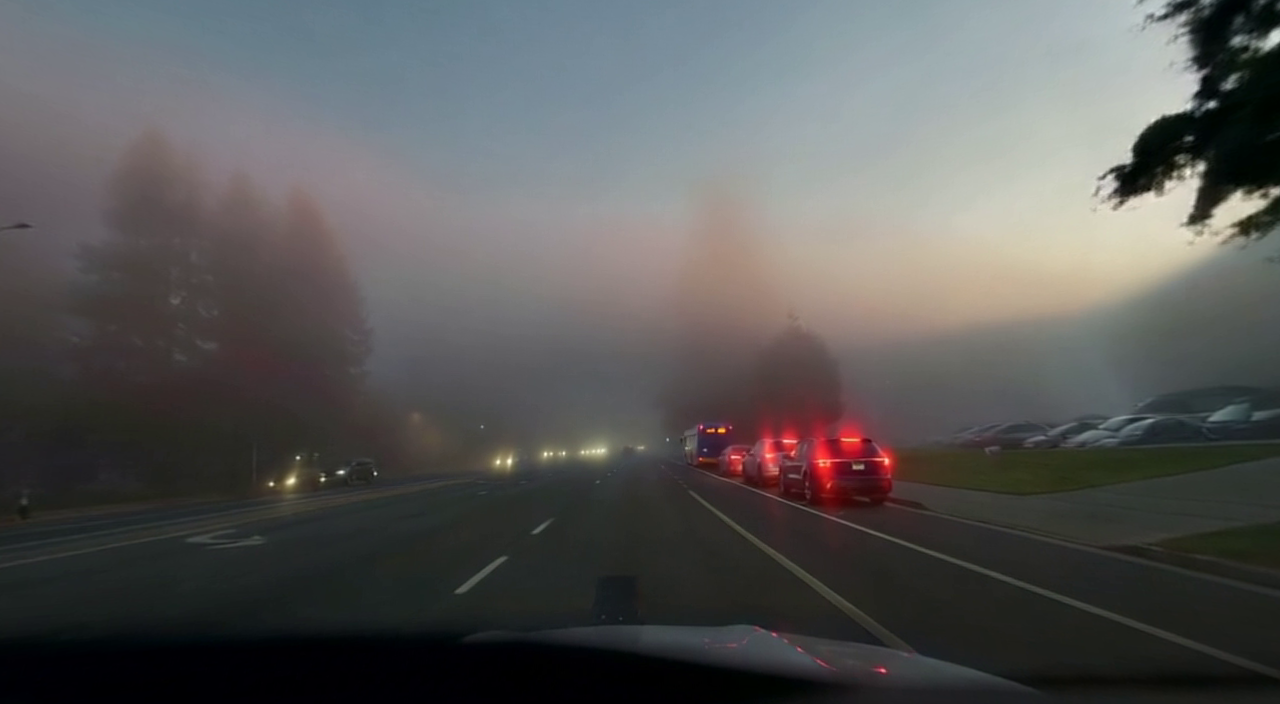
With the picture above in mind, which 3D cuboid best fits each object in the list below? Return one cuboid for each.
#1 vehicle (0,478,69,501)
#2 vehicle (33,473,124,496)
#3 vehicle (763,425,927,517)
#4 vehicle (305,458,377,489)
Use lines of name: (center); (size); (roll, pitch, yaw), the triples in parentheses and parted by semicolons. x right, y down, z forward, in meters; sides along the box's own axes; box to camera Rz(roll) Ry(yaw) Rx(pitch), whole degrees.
vehicle: (-42.206, 9.389, 43.293); (4.357, 1.435, 1.816); (0, -9, 0)
vehicle: (-41.462, 9.770, 46.732); (4.609, 1.553, 2.129); (0, -9, -2)
vehicle: (4.430, 2.646, 14.618); (2.094, 1.731, 4.763); (0, -8, -1)
vehicle: (-19.586, 7.949, 41.678); (2.166, 1.804, 4.897); (-1, -8, 3)
